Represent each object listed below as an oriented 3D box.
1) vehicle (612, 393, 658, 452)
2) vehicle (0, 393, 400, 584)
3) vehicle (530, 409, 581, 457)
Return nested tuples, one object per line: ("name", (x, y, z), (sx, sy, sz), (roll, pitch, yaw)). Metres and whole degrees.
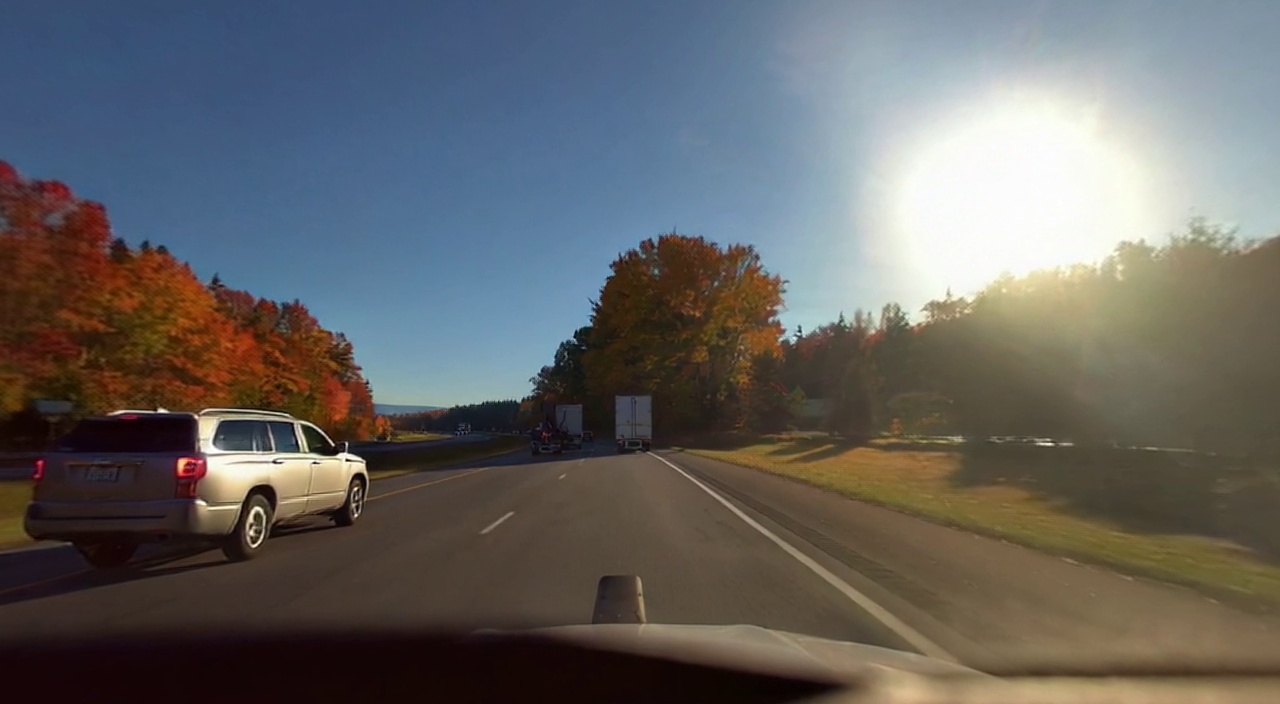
("vehicle", (-0.440, 5.369, 47.026), (3.078, 3.955, 8.774), (0, -8, -2))
("vehicle", (-4.933, 1.505, 7.849), (2.089, 1.669, 4.515), (0, -8, 0))
("vehicle", (-5.065, 5.017, 38.727), (2.383, 2.726, 5.677), (0, -8, -1))
